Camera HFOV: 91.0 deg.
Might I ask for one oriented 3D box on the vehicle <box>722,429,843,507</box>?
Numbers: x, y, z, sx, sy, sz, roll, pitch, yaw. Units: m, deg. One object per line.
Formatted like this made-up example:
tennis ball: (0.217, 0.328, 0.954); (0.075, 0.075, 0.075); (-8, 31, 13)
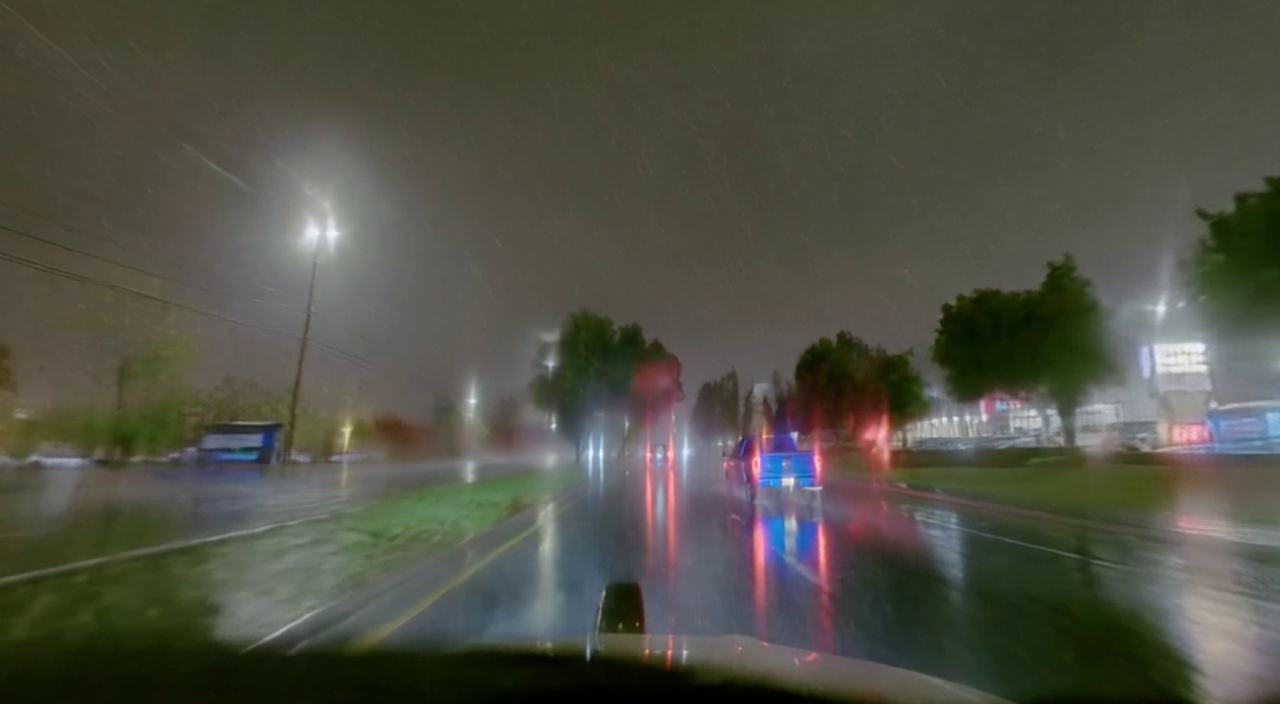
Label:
vehicle: (3.948, 3.354, 18.725); (2.367, 1.919, 5.651); (1, -9, 1)

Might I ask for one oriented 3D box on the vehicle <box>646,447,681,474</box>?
vehicle: (1.430, 6.449, 37.705); (1.968, 1.521, 4.262); (0, -9, 2)
